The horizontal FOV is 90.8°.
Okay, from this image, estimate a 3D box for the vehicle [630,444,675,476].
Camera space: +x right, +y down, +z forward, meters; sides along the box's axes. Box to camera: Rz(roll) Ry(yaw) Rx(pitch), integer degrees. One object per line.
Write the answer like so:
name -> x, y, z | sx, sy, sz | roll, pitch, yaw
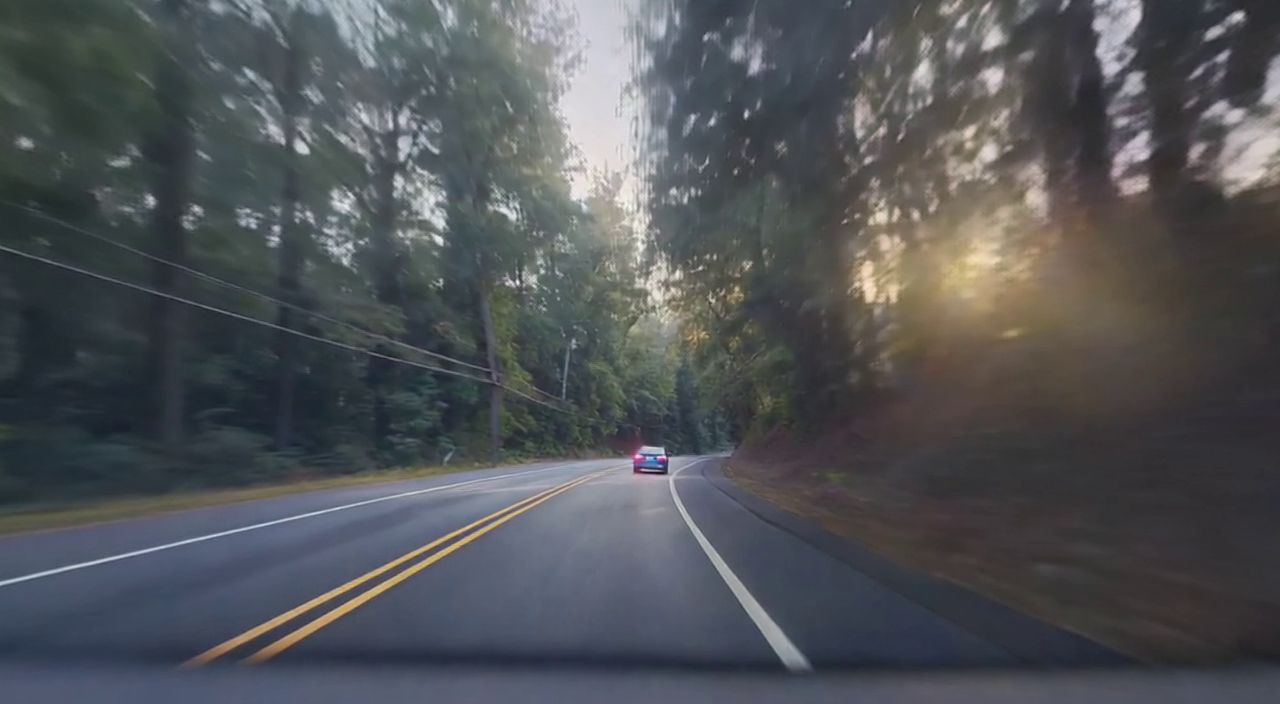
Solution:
vehicle -> 0.727, 5.632, 33.201 | 2.059, 1.524, 3.963 | 0, -9, 5
